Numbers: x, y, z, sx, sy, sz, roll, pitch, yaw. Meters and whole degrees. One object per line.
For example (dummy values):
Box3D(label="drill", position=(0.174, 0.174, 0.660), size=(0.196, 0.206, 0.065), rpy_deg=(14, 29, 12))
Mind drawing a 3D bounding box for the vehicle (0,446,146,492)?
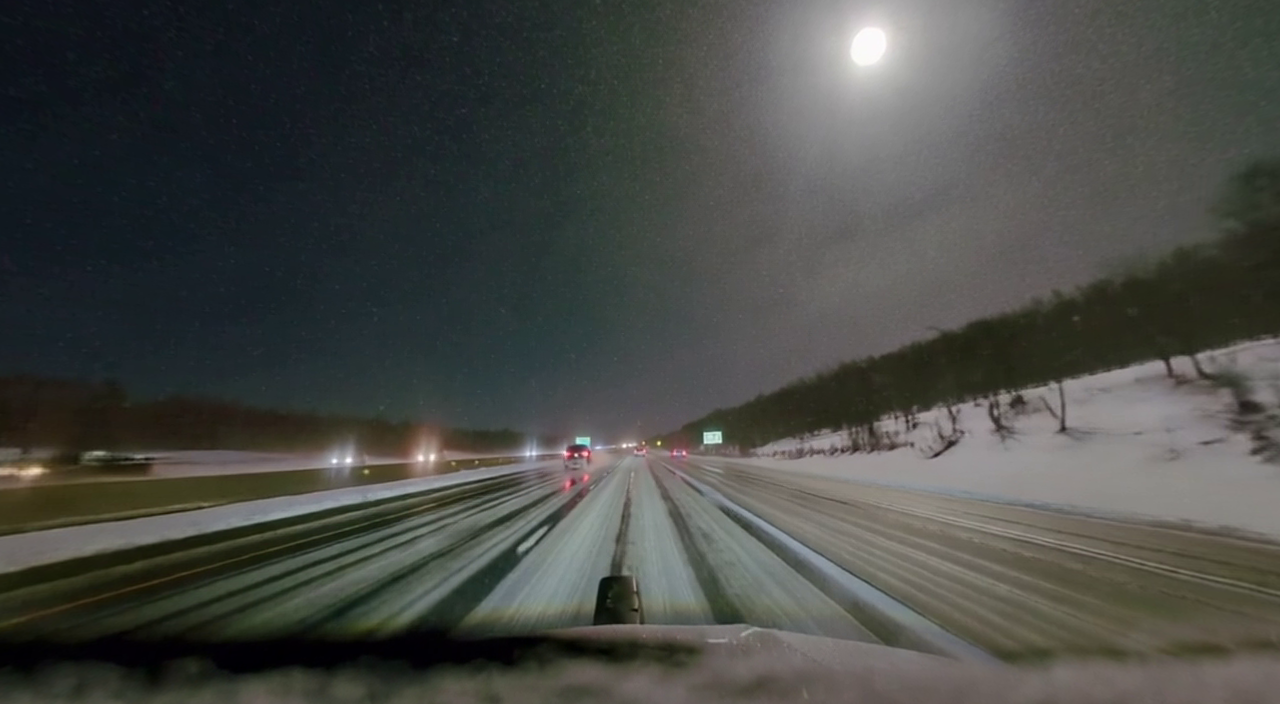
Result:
Box3D(label="vehicle", position=(-25.274, 5.163, 28.269), size=(2.066, 1.838, 4.949), rpy_deg=(0, -9, 1))

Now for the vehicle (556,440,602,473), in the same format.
Box3D(label="vehicle", position=(-3.310, 5.796, 35.036), size=(2.070, 1.707, 4.309), rpy_deg=(0, -9, 1))
